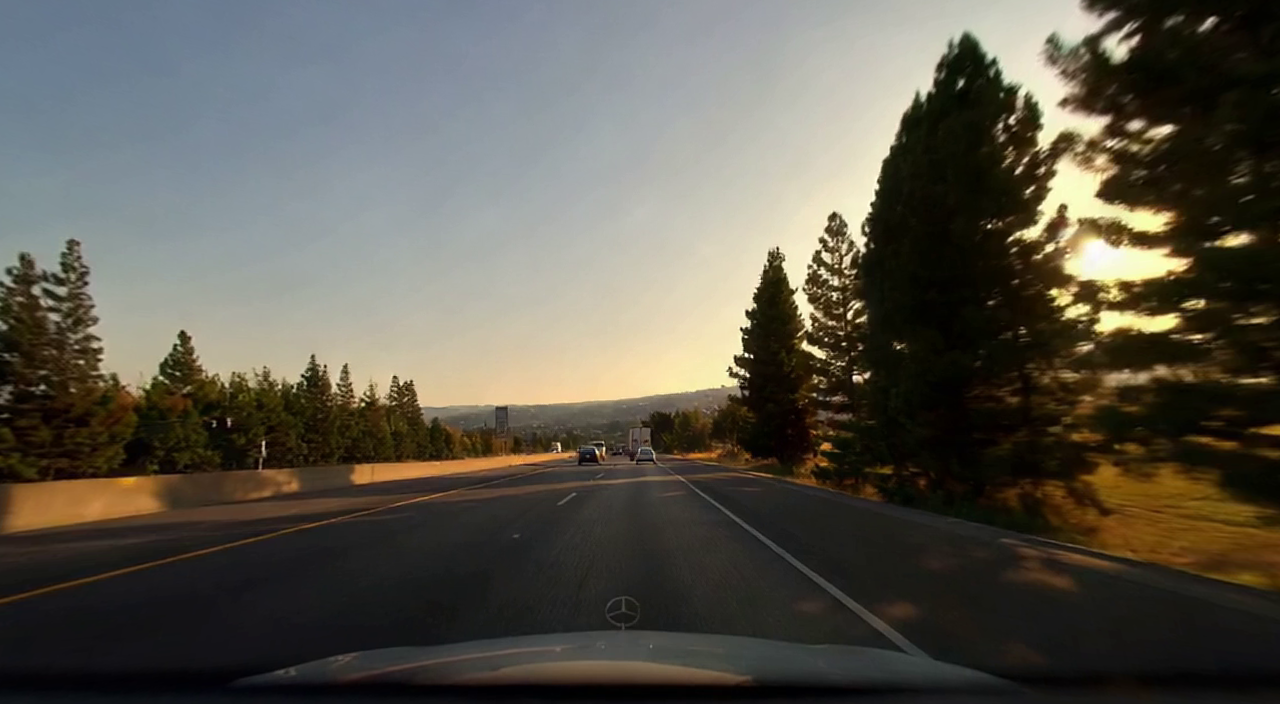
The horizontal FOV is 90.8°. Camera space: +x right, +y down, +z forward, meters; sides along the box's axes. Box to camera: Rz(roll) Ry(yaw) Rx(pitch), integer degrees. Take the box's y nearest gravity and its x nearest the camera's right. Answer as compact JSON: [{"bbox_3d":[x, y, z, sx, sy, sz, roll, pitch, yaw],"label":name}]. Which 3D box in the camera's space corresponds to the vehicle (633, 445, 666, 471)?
[{"bbox_3d":[0.558,6.891,41.120,1.992,1.593,3.937,0,-9,-1],"label":"vehicle"}]
